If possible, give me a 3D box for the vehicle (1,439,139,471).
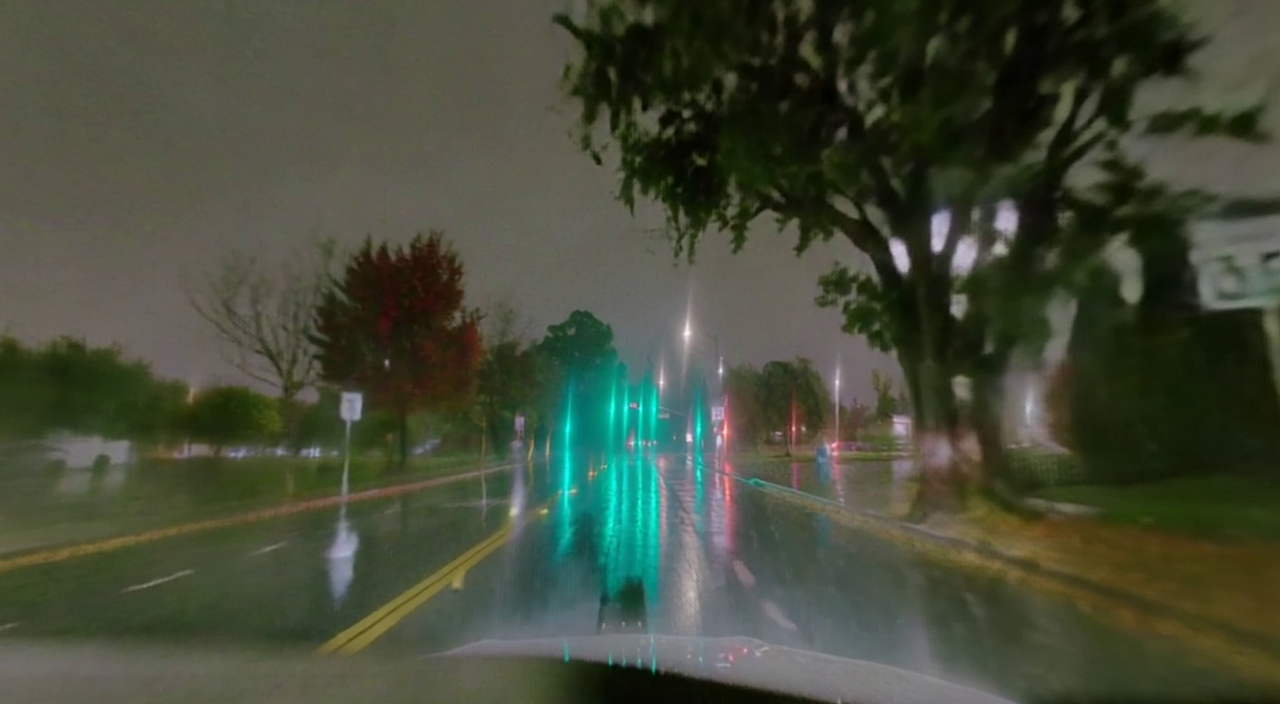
[{"bbox_3d":[-26.678,4.809,29.487,4.577,1.417,2.014,-1,-8,2],"label":"vehicle"}]
